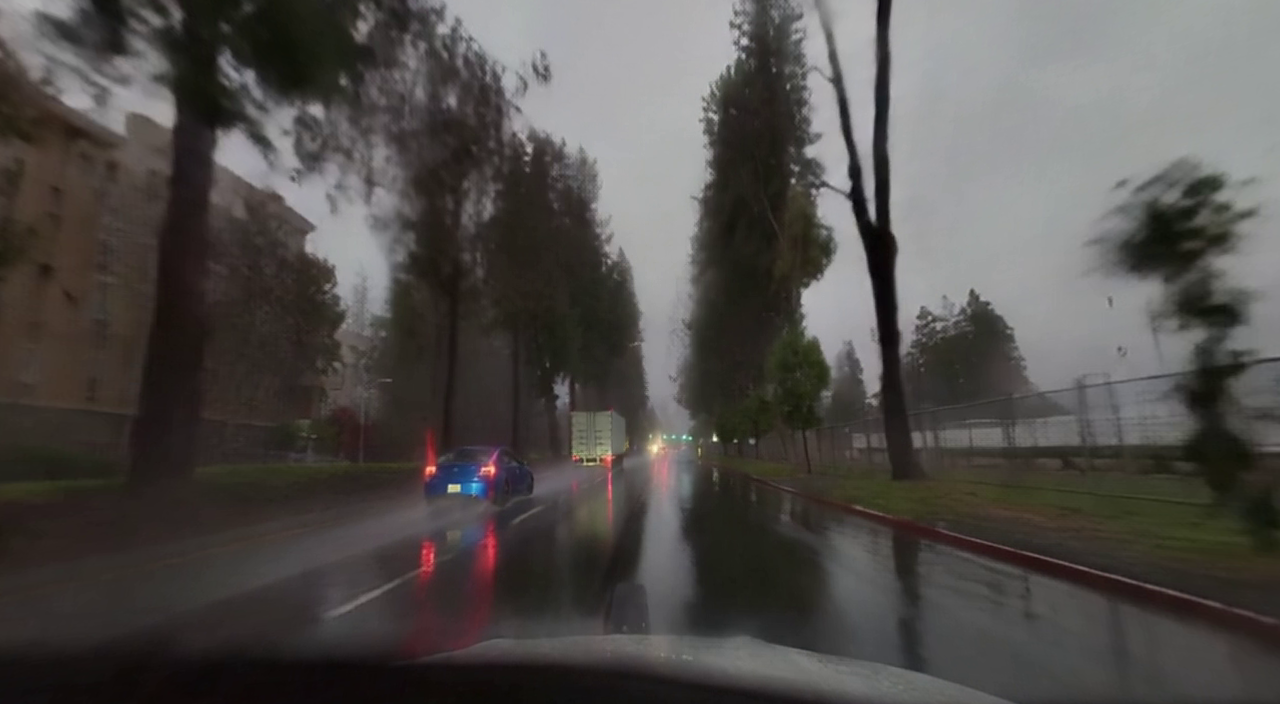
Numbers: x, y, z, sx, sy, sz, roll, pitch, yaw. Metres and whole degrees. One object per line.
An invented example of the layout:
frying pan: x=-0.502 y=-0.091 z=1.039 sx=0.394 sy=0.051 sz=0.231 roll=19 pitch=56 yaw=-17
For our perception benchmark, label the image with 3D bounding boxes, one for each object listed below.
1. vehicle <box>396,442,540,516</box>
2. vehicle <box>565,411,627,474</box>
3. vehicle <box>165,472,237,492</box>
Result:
vehicle: x=-3.815 y=2.879 z=14.869 sx=2.005 sy=1.462 sz=4.345 roll=-1 pitch=-9 yaw=2
vehicle: x=-2.424 y=5.452 z=37.787 sx=2.746 sy=3.276 sz=8.572 roll=-1 pitch=-9 yaw=2
vehicle: x=-33.724 y=9.988 z=48.516 sx=3.992 sy=1.467 sz=2.092 roll=-1 pitch=-11 yaw=4
